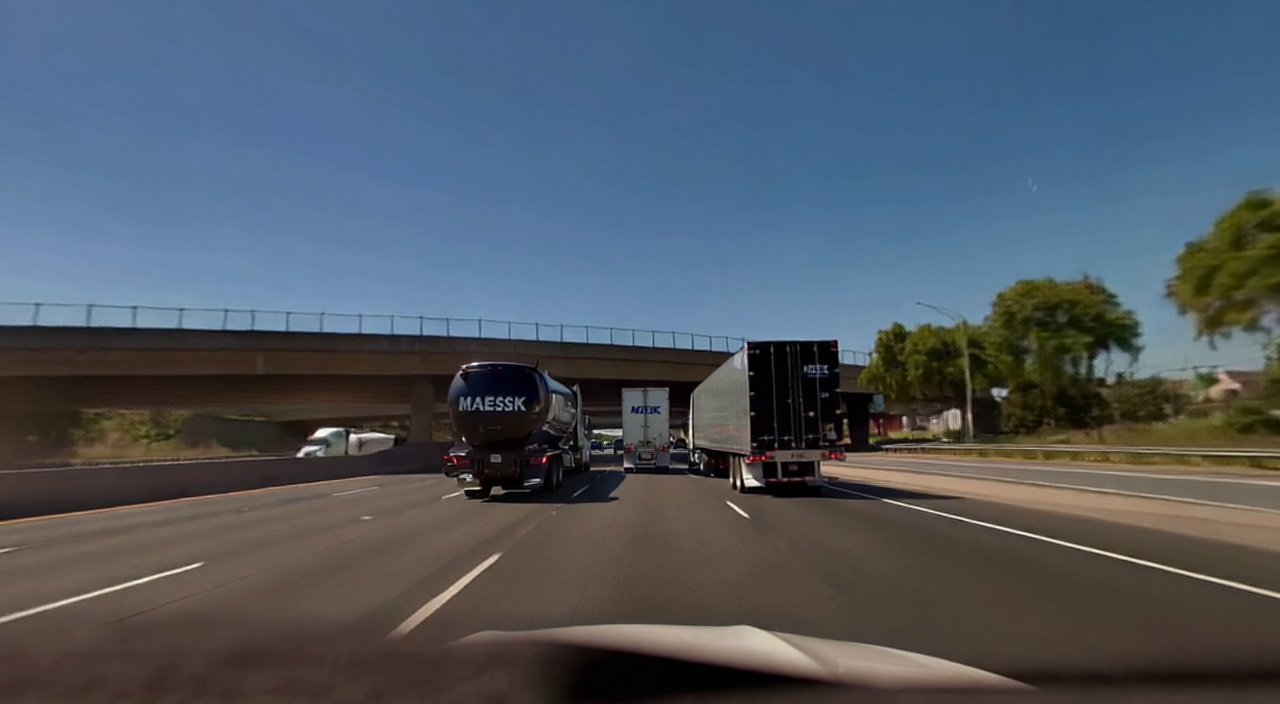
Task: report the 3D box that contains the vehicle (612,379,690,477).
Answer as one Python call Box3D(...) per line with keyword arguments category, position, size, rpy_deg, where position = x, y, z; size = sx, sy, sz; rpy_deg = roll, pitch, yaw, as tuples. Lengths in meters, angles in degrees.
Box3D(category="vehicle", position=(0.551, 4.302, 34.116), size=(3.097, 3.856, 18.209), rpy_deg=(0, -8, 1))

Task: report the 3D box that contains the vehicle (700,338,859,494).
Box3D(category="vehicle", position=(4.418, 2.742, 24.241), size=(2.887, 4.178, 14.553), rpy_deg=(0, -8, 0))

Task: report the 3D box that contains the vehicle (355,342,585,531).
Box3D(category="vehicle", position=(-3.403, 2.228, 16.441), size=(2.786, 3.228, 11.082), rpy_deg=(0, -8, 1))
